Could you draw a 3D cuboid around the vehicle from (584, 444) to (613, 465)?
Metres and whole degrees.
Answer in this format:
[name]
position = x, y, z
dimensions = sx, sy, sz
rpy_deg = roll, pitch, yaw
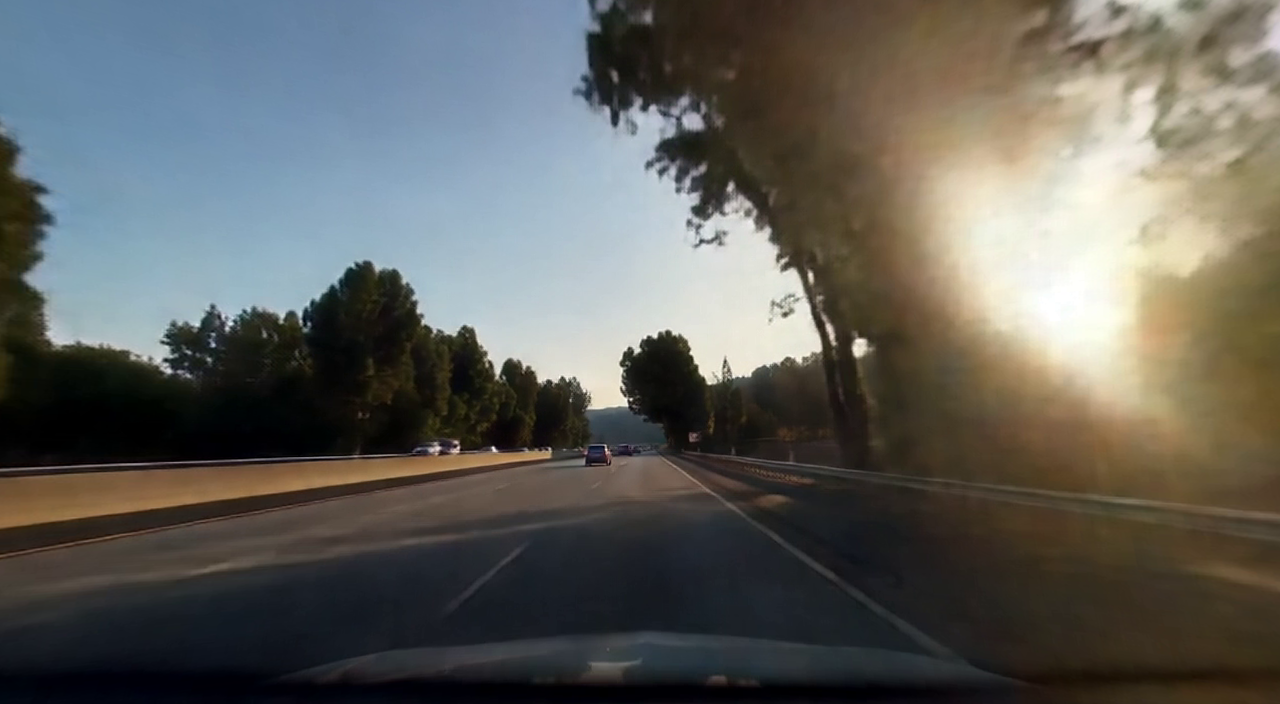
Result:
[vehicle]
position = -3.193, 8.024, 49.437
dimensions = 1.993, 1.589, 3.898
rpy_deg = 0, -8, 1
